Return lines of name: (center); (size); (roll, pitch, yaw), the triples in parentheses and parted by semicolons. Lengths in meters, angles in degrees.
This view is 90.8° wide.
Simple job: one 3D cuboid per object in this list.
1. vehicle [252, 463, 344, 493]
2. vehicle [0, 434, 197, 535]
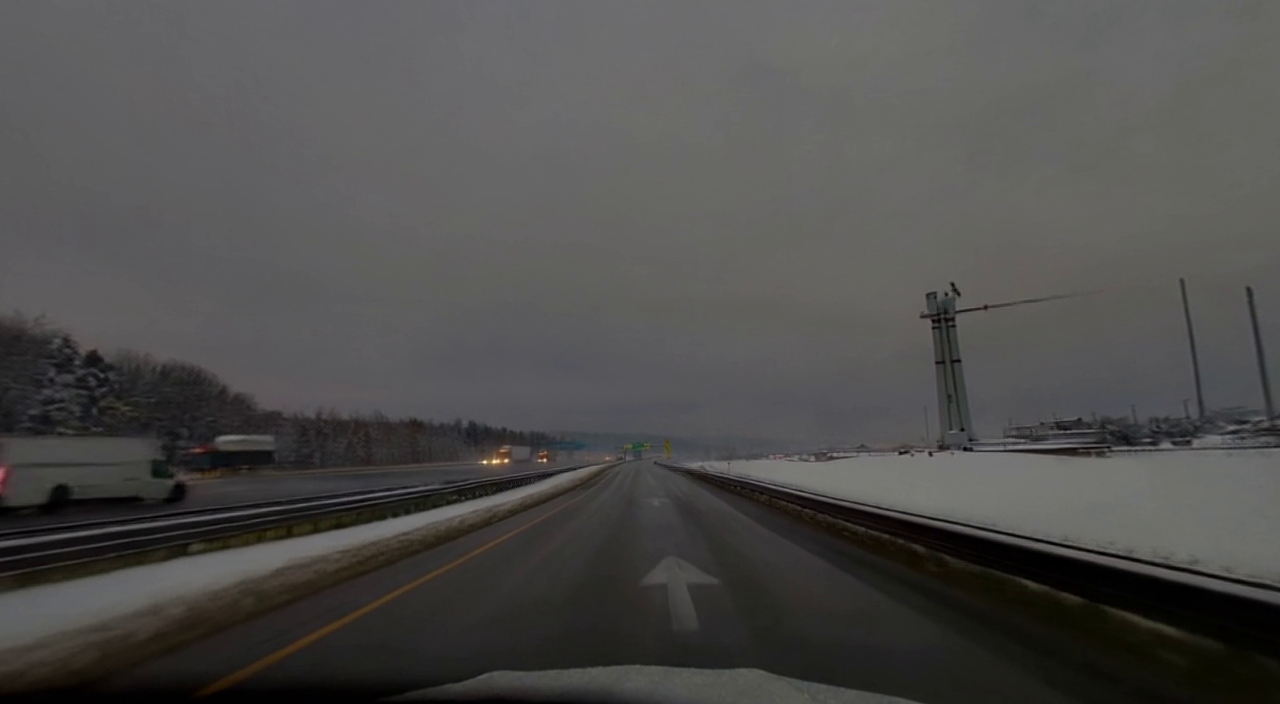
vehicle: (-19.623, 7.218, 36.496); (2.230, 1.503, 4.692); (-2, -9, 8)
vehicle: (-18.164, 4.008, 19.680); (2.344, 2.702, 7.709); (-1, -9, 7)
